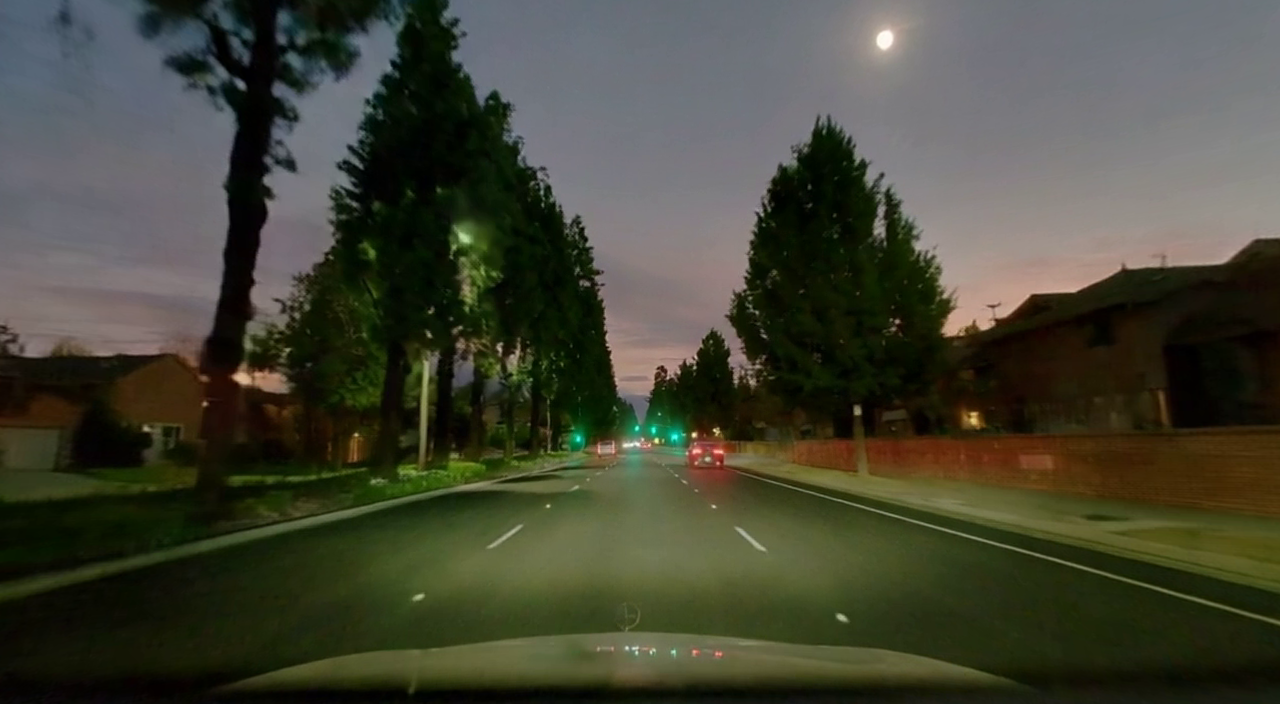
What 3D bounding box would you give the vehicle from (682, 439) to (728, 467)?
[{"bbox_3d":[3.900,6.210,38.814,2.237,1.578,4.621,0,-8,-1],"label":"vehicle"}]
